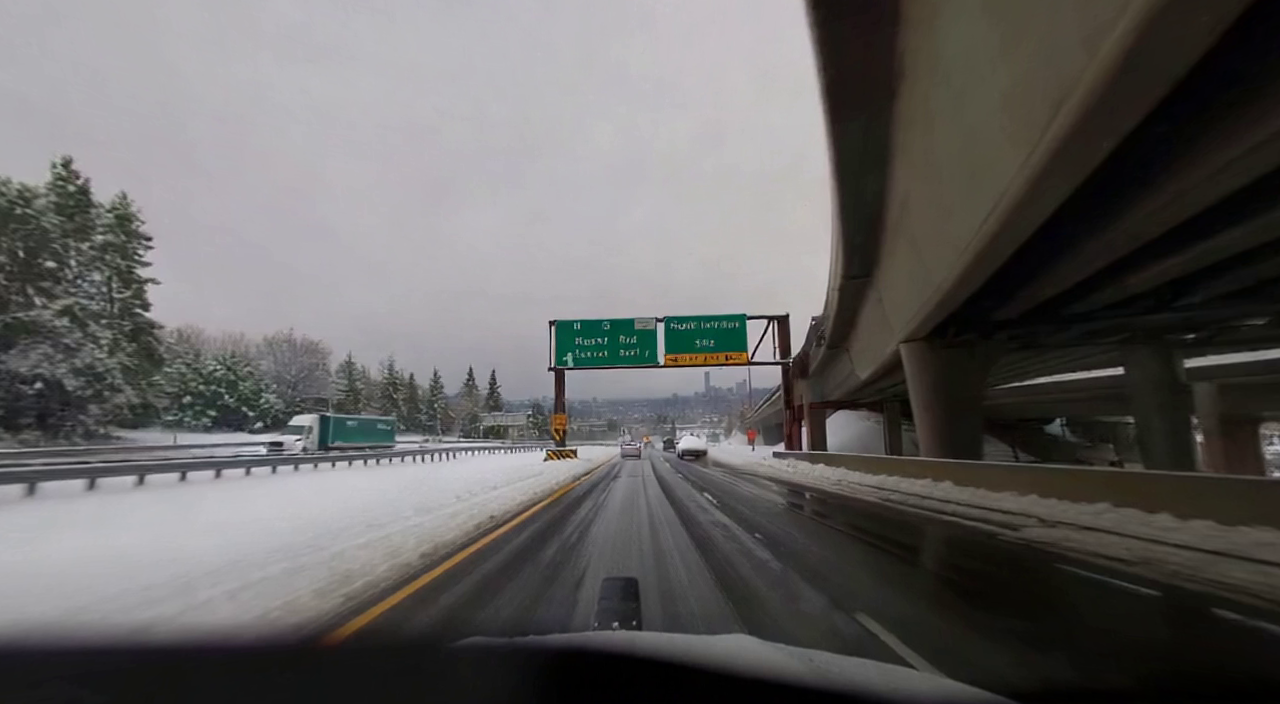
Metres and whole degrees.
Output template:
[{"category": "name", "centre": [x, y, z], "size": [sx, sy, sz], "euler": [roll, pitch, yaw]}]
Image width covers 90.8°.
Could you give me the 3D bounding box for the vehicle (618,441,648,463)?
[{"category": "vehicle", "centre": [-0.483, 7.242, 45.766], "size": [2.046, 1.475, 3.784], "euler": [0, -9, 1]}]

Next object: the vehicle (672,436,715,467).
[{"category": "vehicle", "centre": [3.290, 6.244, 39.780], "size": [2.226, 1.779, 4.835], "euler": [0, -9, -1]}]
